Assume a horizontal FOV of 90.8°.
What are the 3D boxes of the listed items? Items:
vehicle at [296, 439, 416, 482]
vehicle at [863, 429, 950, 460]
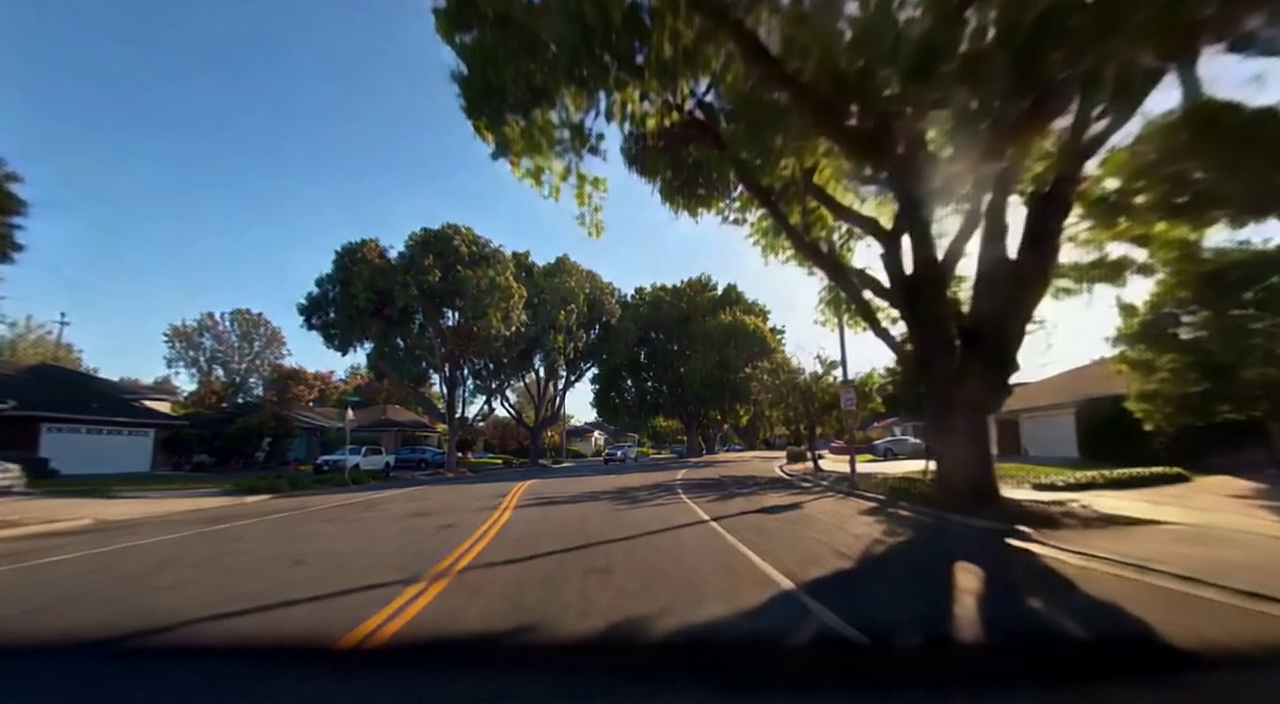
[{"bbox_3d":[-14.359,5.516,32.631,2.418,1.969,6.615,-1,-9,8],"label":"vehicle"},{"bbox_3d":[17.894,6.263,42.648,5.073,1.729,2.161,-6,-10,17],"label":"vehicle"}]
